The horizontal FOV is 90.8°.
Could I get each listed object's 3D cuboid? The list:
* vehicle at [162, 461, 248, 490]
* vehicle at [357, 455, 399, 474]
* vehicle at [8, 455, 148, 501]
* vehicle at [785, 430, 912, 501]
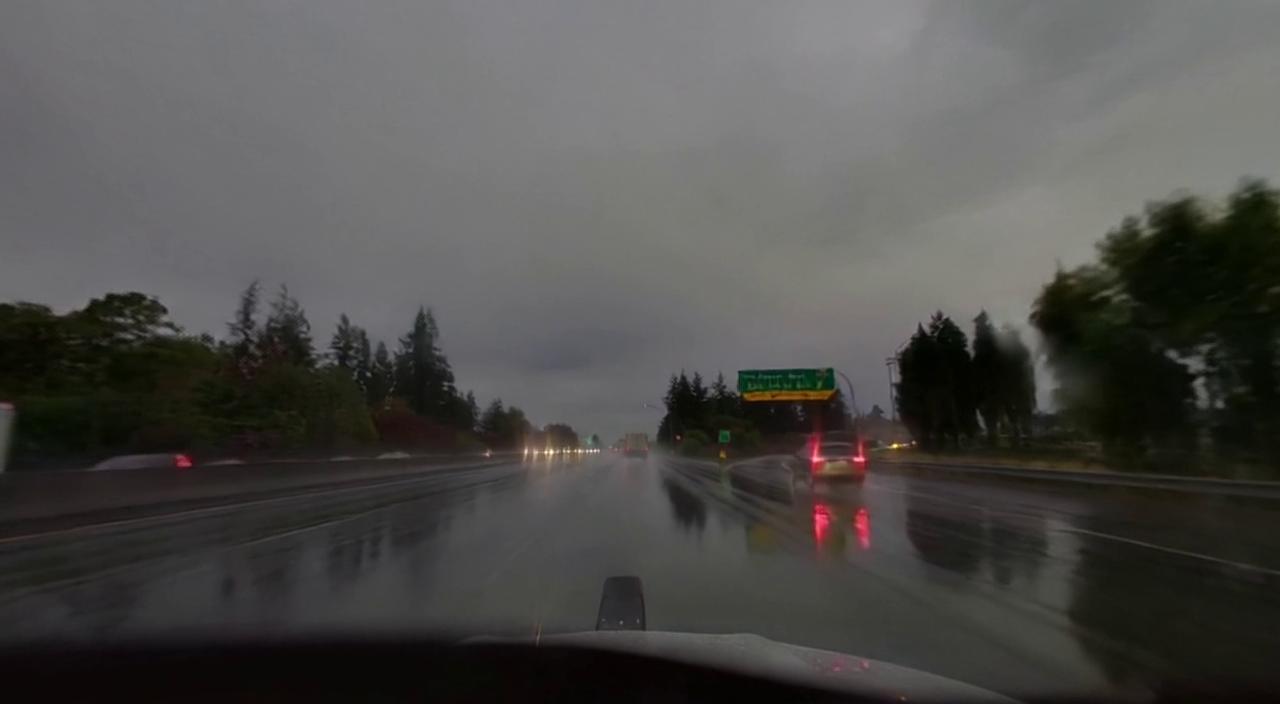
[{"bbox_3d":[-24.564,6.977,35.853,1.752,1.441,4.500,0,-9,-1],"label":"vehicle"},{"bbox_3d":[-20.669,8.857,49.924,1.757,1.418,3.518,0,-9,0],"label":"vehicle"},{"bbox_3d":[-19.547,4.373,22.164,1.673,1.426,3.456,0,-9,0],"label":"vehicle"},{"bbox_3d":[5.574,3.106,17.629,2.096,1.712,4.697,0,-9,2],"label":"vehicle"}]
